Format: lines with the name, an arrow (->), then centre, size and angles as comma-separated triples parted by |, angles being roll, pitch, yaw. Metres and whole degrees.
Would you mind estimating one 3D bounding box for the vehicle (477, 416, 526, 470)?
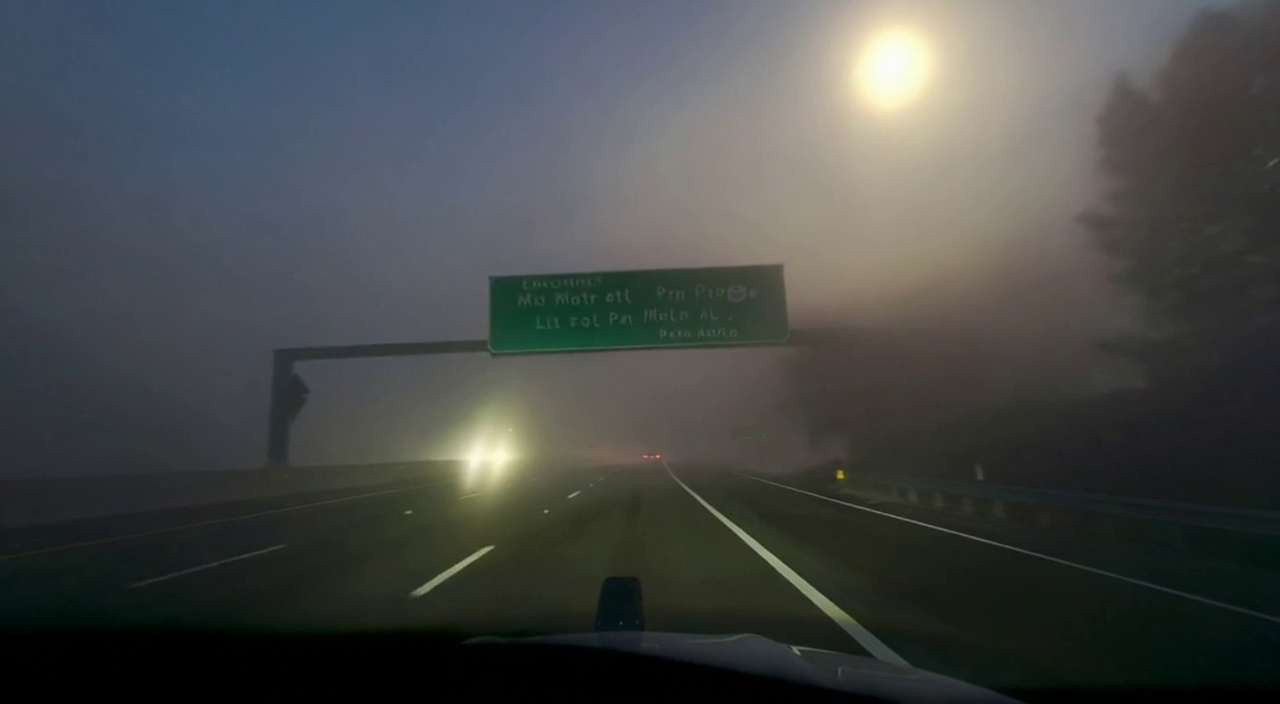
vehicle -> -10.572, 7.020, 48.538 | 2.818, 3.939, 3.780 | -1, -9, 1
